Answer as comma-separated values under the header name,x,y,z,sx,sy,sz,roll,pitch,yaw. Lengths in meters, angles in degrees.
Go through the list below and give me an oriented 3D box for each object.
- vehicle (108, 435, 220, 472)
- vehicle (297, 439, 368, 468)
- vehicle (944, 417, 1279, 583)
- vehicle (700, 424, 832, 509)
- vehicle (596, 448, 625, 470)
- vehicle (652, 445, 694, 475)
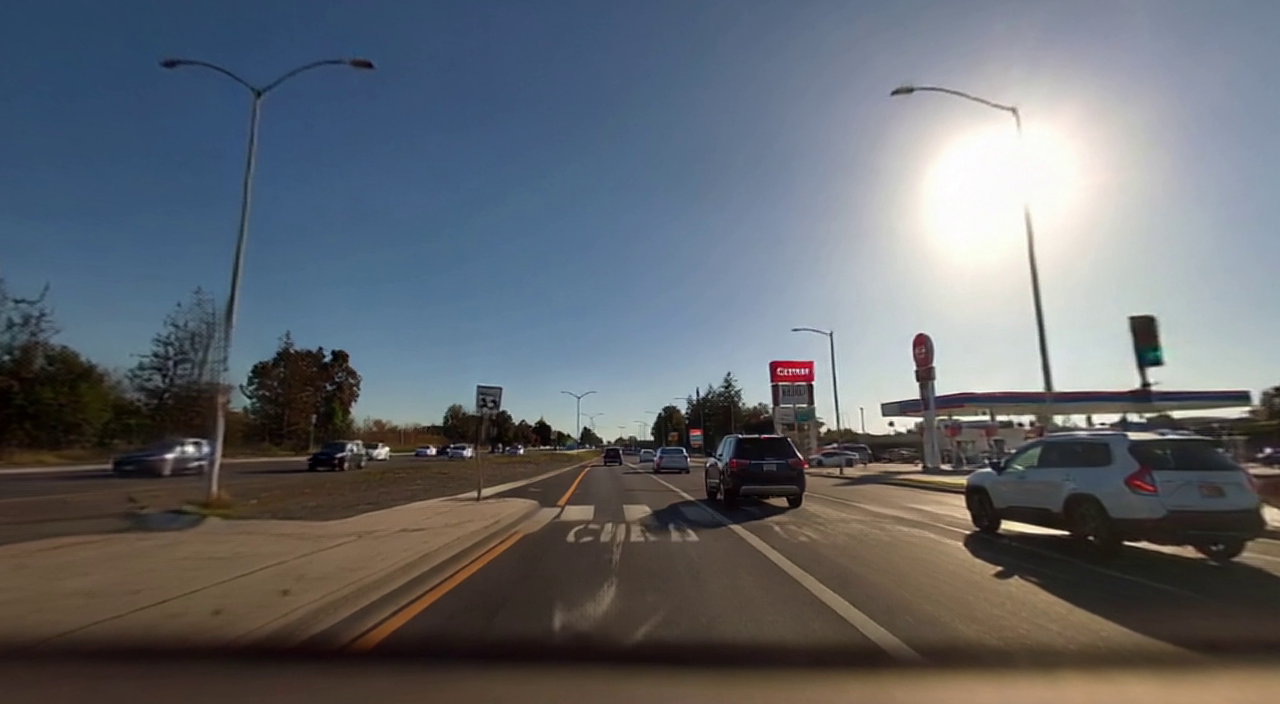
name,x,y,z,sx,sy,sz,roll,pitch,yaw
vehicle,-22.504,4.806,30.049,1.872,1.620,4.343,0,-8,1
vehicle,-19.020,6.297,39.234,2.081,1.654,4.576,0,-8,0
vehicle,6.103,1.760,8.365,1.881,1.604,4.289,0,-8,-1
vehicle,2.928,2.792,15.864,2.184,1.777,4.712,0,-8,-2
vehicle,-2.184,8.037,47.623,2.107,1.527,4.174,0,-8,-2
vehicle,1.862,6.201,36.598,2.012,1.612,4.114,0,-8,-3
